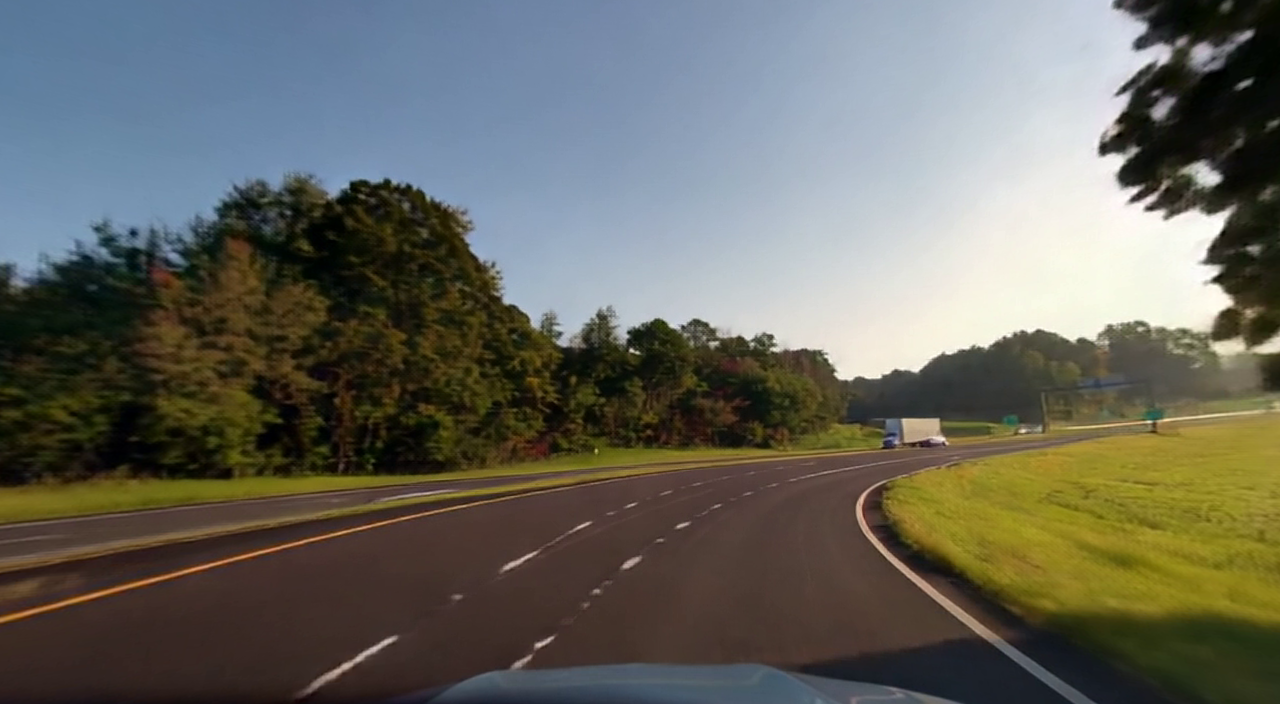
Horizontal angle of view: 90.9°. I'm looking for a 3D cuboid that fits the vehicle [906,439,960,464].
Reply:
[{"bbox_3d":[17.544,5.935,37.641,1.807,1.427,3.645,-8,-12,41],"label":"vehicle"}]
